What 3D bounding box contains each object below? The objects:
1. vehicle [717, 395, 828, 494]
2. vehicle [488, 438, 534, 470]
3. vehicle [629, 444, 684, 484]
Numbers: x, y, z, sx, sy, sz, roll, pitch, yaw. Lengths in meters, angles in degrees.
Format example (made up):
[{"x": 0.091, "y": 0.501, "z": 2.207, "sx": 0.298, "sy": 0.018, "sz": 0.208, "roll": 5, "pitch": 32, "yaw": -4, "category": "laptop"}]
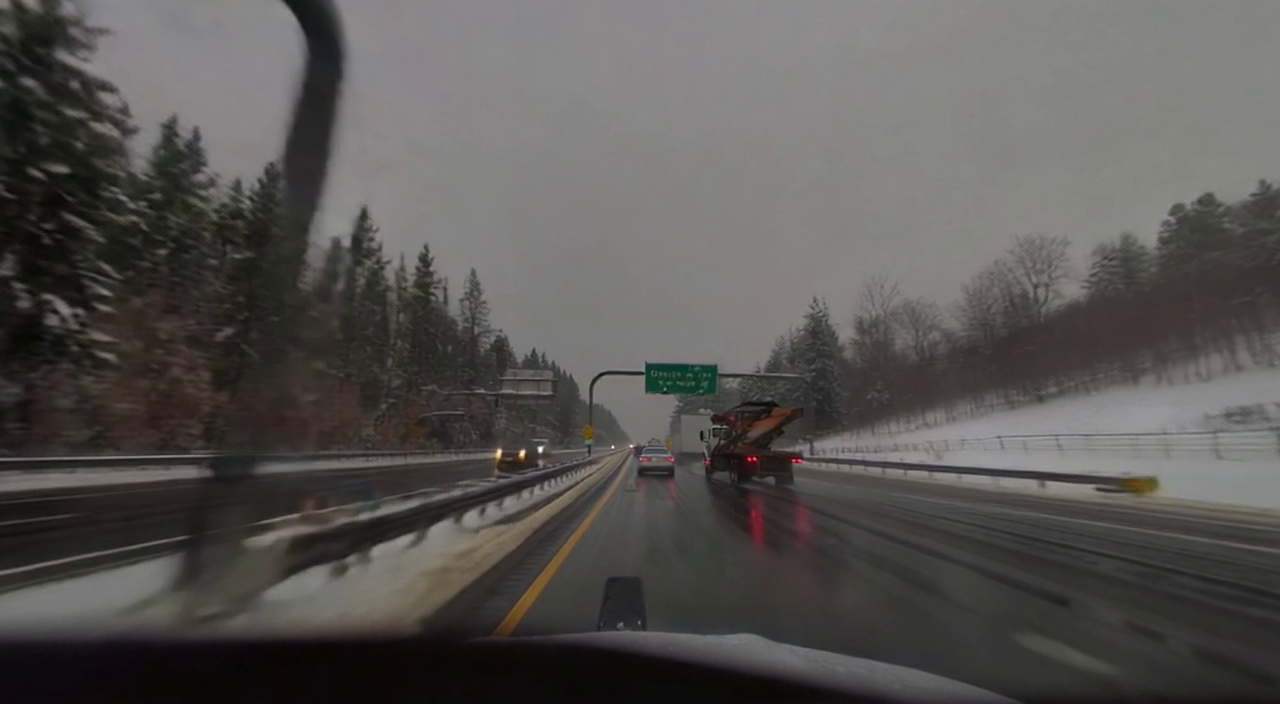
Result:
[{"x": 4.914, "y": 3.671, "z": 24.967, "sx": 2.600, "sy": 3.282, "sz": 7.635, "roll": 0, "pitch": -9, "yaw": -1, "category": "vehicle"}, {"x": -7.805, "y": 6.218, "z": 38.559, "sx": 2.015, "sy": 1.839, "sz": 4.385, "roll": 0, "pitch": -9, "yaw": -2, "category": "vehicle"}, {"x": 0.599, "y": 4.553, "z": 25.904, "sx": 2.069, "sy": 1.523, "sz": 4.012, "roll": 0, "pitch": -9, "yaw": -1, "category": "vehicle"}]
